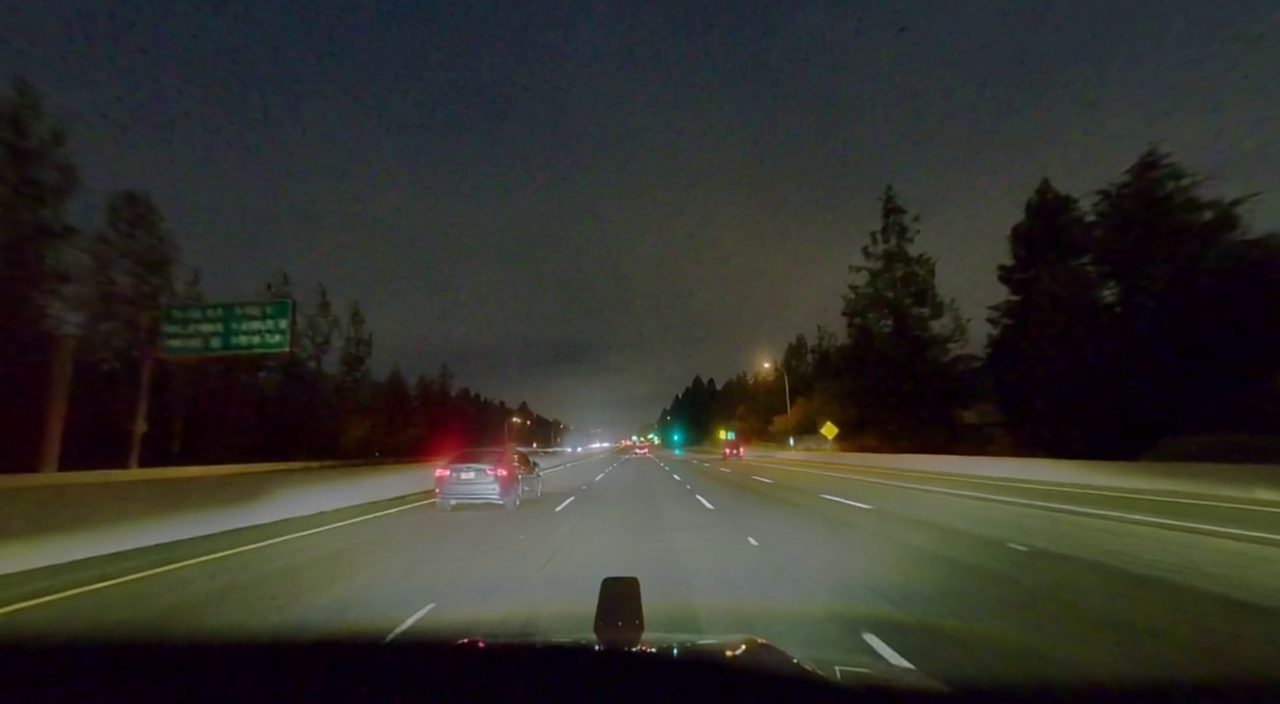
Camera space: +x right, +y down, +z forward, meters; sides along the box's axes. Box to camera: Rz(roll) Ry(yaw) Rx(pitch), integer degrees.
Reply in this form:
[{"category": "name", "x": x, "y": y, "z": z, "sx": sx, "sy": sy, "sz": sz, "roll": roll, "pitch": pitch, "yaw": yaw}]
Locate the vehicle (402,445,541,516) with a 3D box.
[{"category": "vehicle", "x": -3.960, "y": 3.104, "z": 15.782, "sx": 2.162, "sy": 1.493, "sz": 4.583, "roll": 0, "pitch": -9, "yaw": 1}]
